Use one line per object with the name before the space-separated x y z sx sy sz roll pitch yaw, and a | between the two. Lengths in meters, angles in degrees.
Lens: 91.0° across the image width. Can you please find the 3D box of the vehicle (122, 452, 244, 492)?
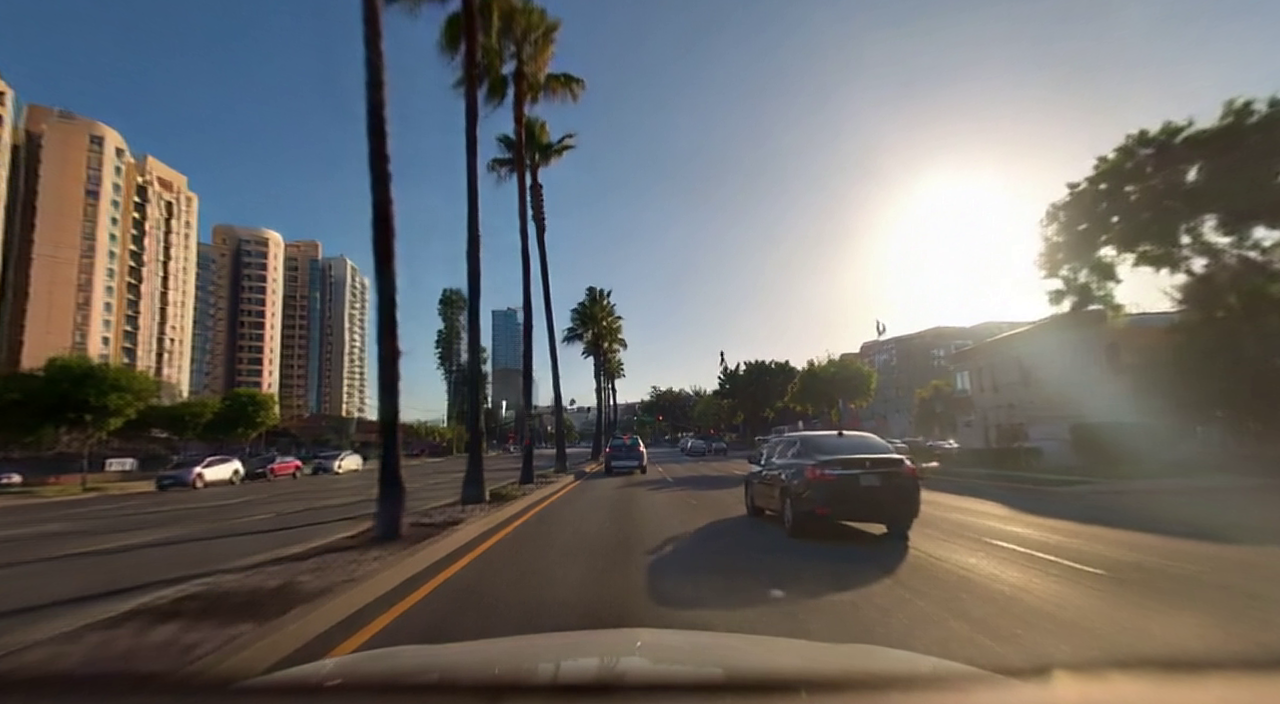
vehicle | -19.497 5.121 27.145 1.920 1.505 4.351 0 -8 1

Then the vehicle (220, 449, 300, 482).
vehicle | -19.762 5.894 32.938 1.753 1.600 4.040 0 -8 -2

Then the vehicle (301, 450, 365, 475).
vehicle | -19.599 7.047 40.403 1.847 1.466 4.530 0 -8 -1

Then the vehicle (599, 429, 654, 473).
vehicle | -0.576 4.398 28.107 2.277 1.816 4.192 0 -8 -1

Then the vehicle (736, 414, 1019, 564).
vehicle | 2.897 1.807 9.112 2.195 1.590 4.668 0 -8 -1
